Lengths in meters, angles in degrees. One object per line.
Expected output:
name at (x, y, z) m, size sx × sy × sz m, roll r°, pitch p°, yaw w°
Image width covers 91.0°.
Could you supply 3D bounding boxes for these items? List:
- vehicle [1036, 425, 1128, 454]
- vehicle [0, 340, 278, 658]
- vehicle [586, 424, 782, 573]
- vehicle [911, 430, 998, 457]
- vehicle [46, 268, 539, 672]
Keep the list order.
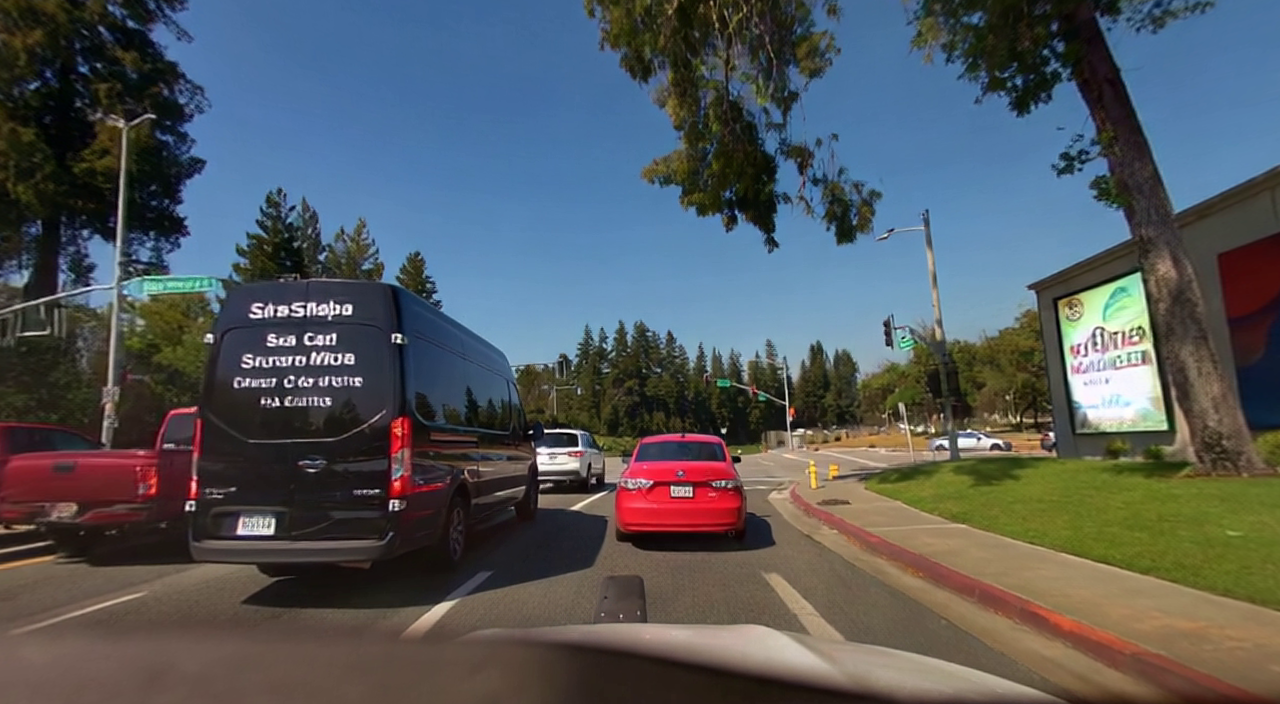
vehicle at (32.007, 6.371, 45.628) m, size 5.084 × 2.041 × 2.360 m, roll 1°, pitch -9°, yaw -8°
vehicle at (-5.925, 1.217, 5.518) m, size 2.352 × 2.333 × 5.197 m, roll 0°, pitch -8°, yaw 0°
vehicle at (0.773, 2.105, 9.929) m, size 2.398 × 1.773 × 4.254 m, roll -1°, pitch -8°, yaw 7°
vehicle at (21.942, 6.405, 43.985) m, size 5.021 × 1.848 × 2.210 m, roll 1°, pitch -9°, yaw -9°
vehicle at (-3.040, 1.249, 7.643) m, size 2.555 × 3.035 × 5.702 m, roll 0°, pitch -8°, yaw 1°
